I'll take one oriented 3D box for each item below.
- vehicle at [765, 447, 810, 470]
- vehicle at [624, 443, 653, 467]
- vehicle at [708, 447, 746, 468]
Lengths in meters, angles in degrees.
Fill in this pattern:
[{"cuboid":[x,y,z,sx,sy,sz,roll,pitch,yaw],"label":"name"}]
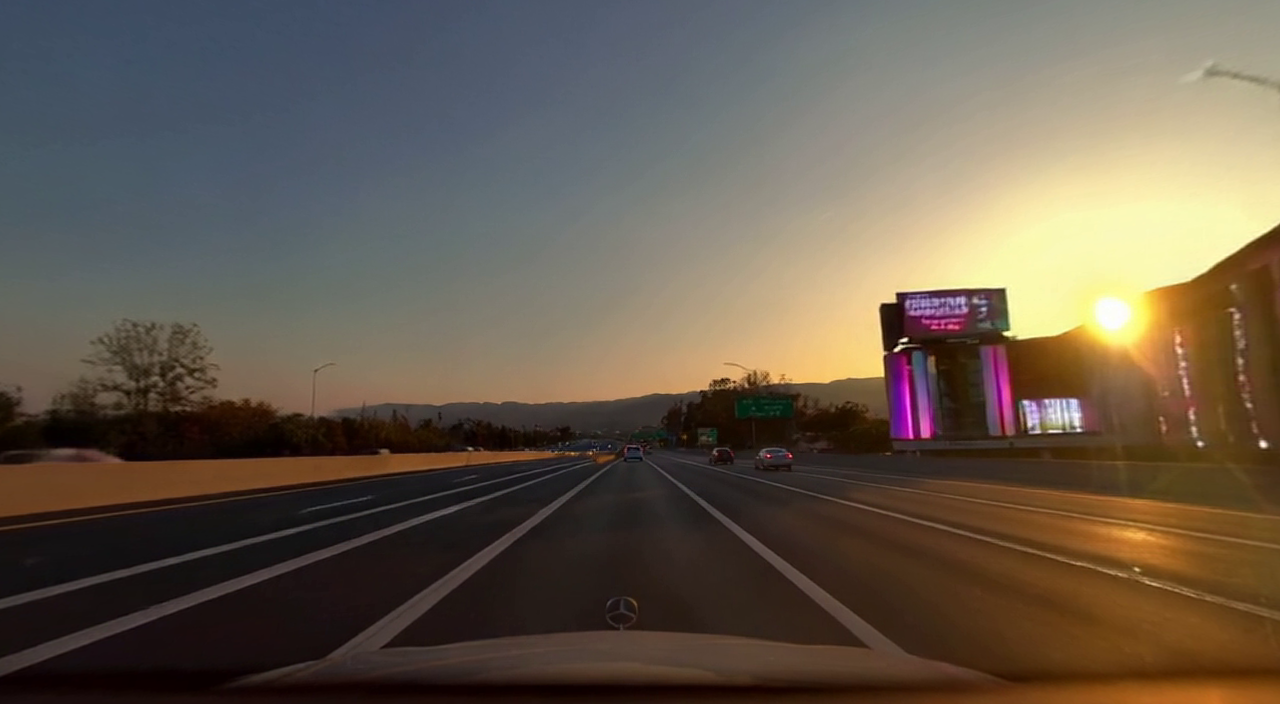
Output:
[{"cuboid":[10.199,7.378,43.934,1.953,1.473,4.512,0,-9,-1],"label":"vehicle"},{"cuboid":[-0.172,8.091,49.988,2.154,1.786,5.045,0,-8,-1],"label":"vehicle"},{"cuboid":[6.337,7.760,46.576,1.976,1.477,4.448,0,-9,-2],"label":"vehicle"}]
